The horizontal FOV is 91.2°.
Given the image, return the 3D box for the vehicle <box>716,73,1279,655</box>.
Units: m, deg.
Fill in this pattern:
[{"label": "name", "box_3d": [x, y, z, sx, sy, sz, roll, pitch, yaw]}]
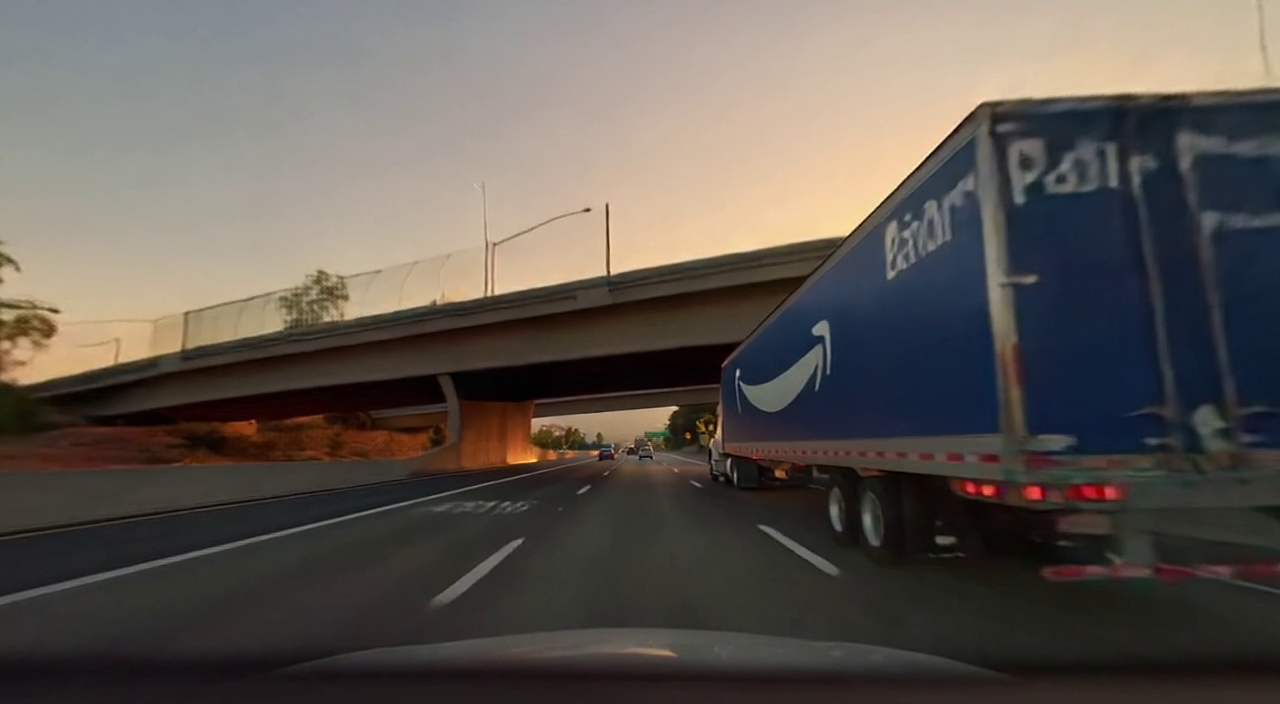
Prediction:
[{"label": "vehicle", "box_3d": [4.136, 1.211, 12.809, 2.928, 4.021, 17.190, 0, -8, 0]}]
